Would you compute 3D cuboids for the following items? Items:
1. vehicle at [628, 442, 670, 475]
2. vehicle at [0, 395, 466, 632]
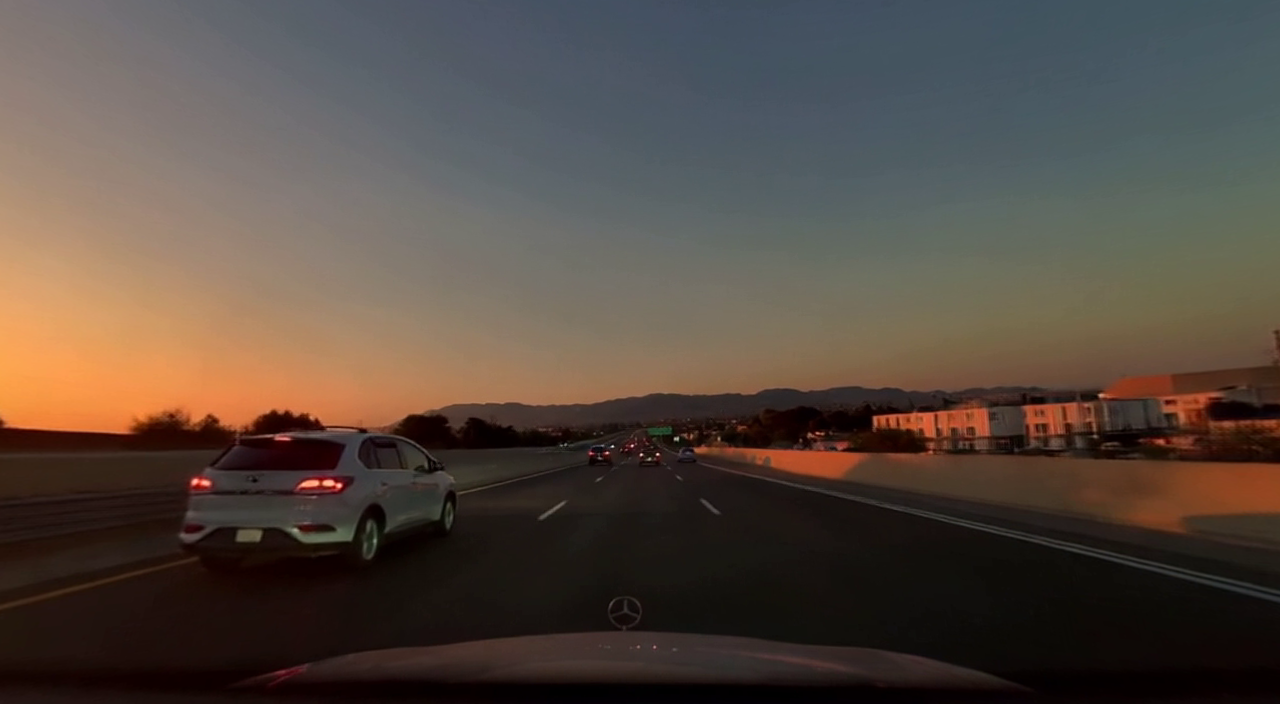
[{"bbox_3d":[0.422,5.296,31.598,2.000,1.558,3.945,0,-8,0],"label":"vehicle"},{"bbox_3d":[-3.798,1.552,7.121,2.239,1.761,4.620,0,-8,1],"label":"vehicle"}]
